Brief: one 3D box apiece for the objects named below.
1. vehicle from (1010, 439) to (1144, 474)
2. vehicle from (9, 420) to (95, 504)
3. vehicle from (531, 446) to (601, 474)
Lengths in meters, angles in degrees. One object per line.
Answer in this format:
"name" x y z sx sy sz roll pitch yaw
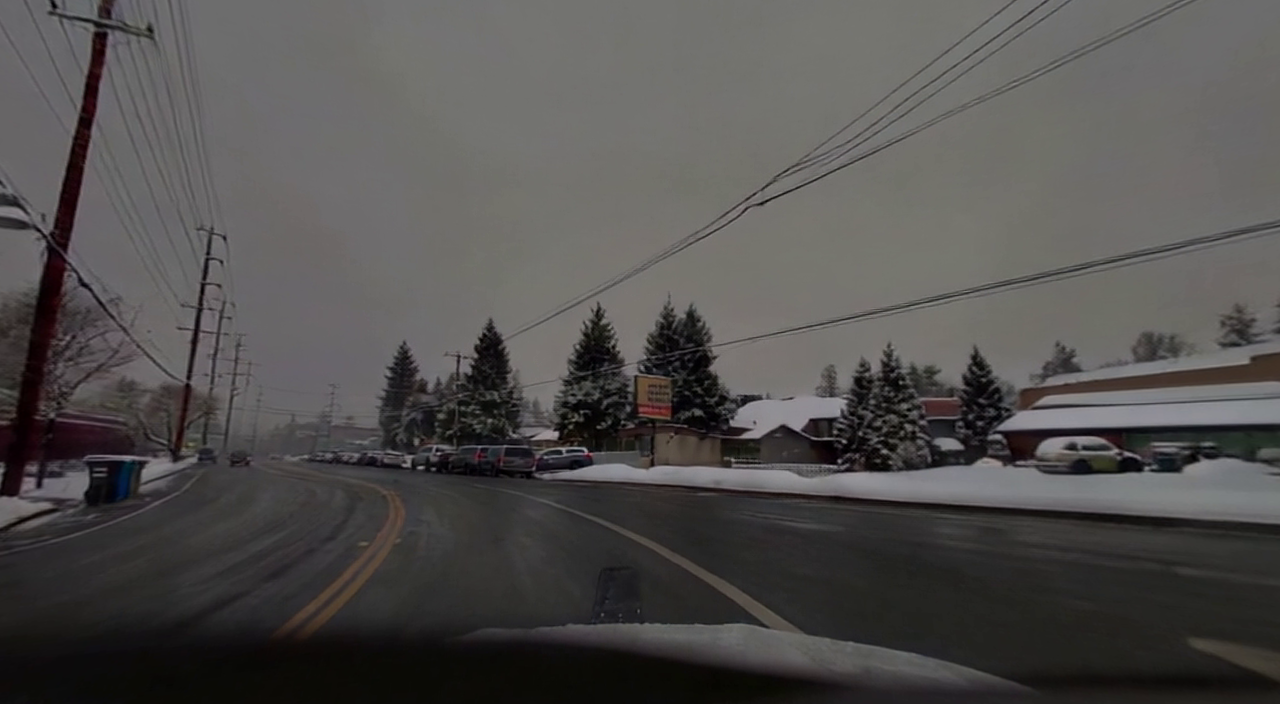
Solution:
"vehicle" 19.463 4.668 28.211 4.454 1.504 1.970 -1 -9 1
"vehicle" -21.285 3.933 22.906 1.716 2.808 3.001 6 -10 -36
"vehicle" -4.289 6.394 37.428 2.074 1.526 4.853 -4 -9 21
